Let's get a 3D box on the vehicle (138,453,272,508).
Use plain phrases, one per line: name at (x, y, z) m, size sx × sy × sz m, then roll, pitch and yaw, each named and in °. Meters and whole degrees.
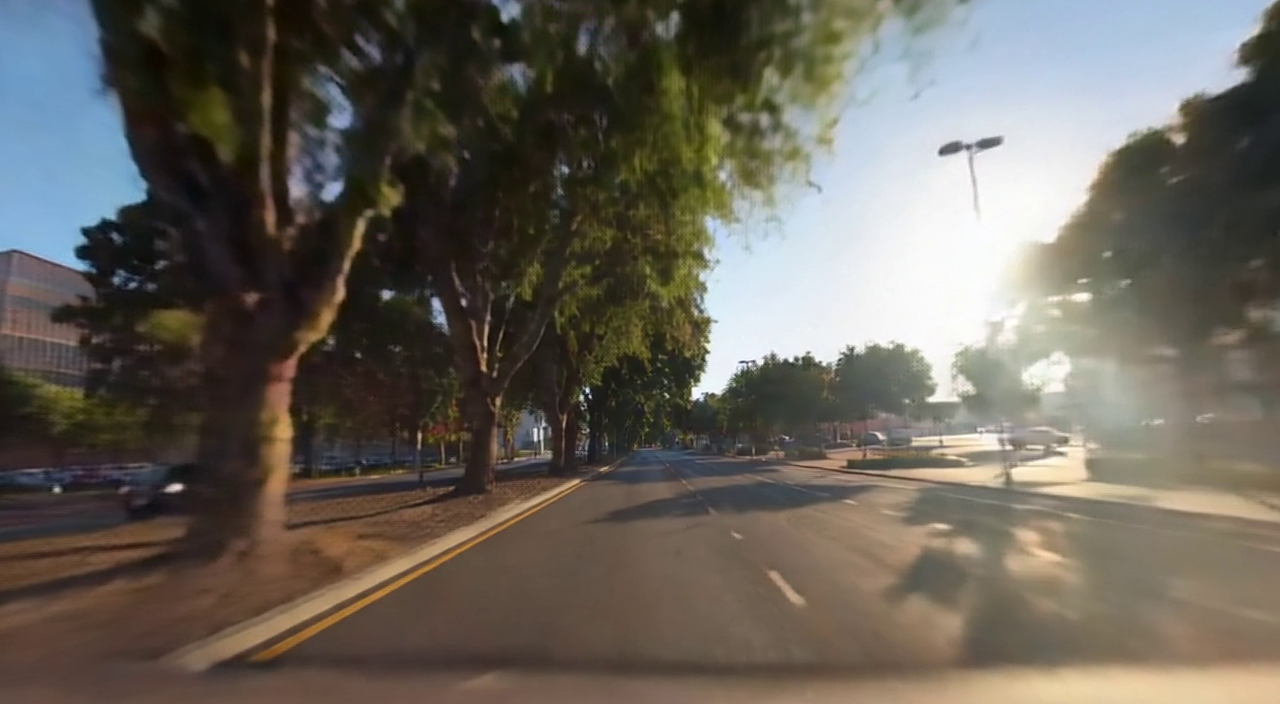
vehicle at (-14.346, 4.209, 21.231) m, size 2.129 × 1.494 × 5.184 m, roll 2°, pitch -9°, yaw -16°
